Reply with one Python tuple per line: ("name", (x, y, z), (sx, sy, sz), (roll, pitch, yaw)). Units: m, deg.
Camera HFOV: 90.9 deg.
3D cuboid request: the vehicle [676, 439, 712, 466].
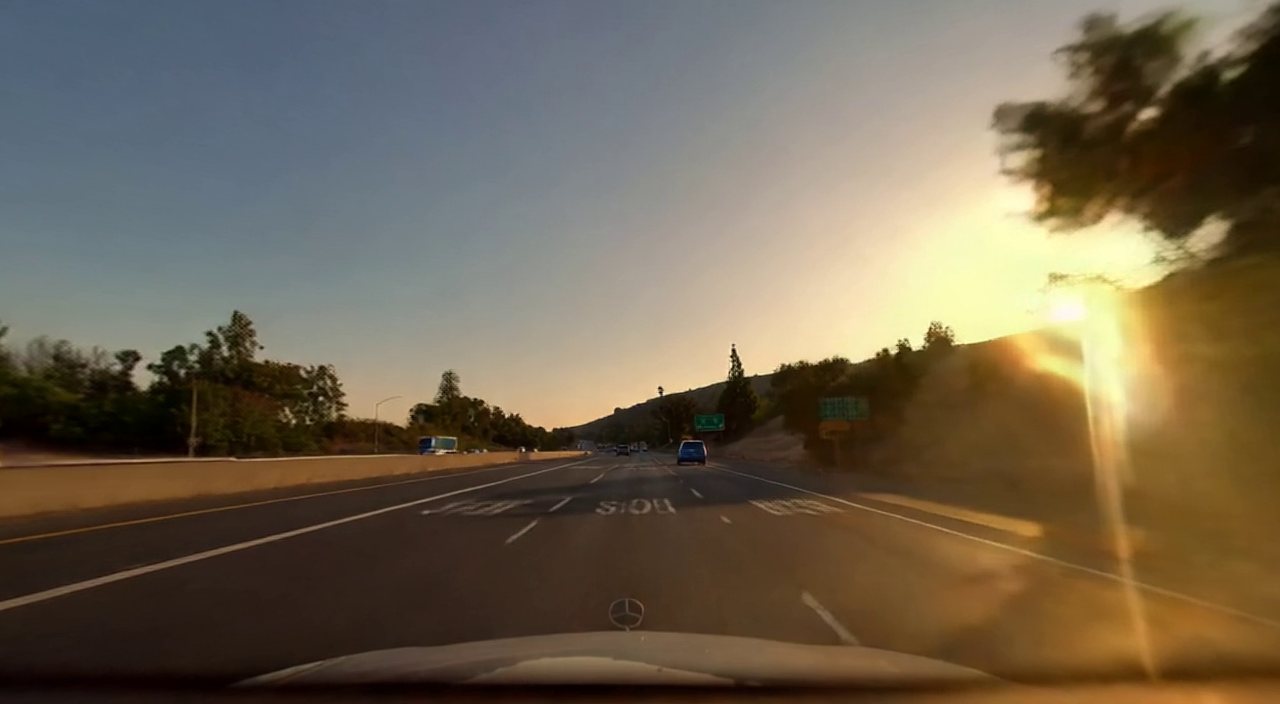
("vehicle", (4.000, 7.542, 47.601), (2.172, 1.930, 4.879), (0, -9, -2))
